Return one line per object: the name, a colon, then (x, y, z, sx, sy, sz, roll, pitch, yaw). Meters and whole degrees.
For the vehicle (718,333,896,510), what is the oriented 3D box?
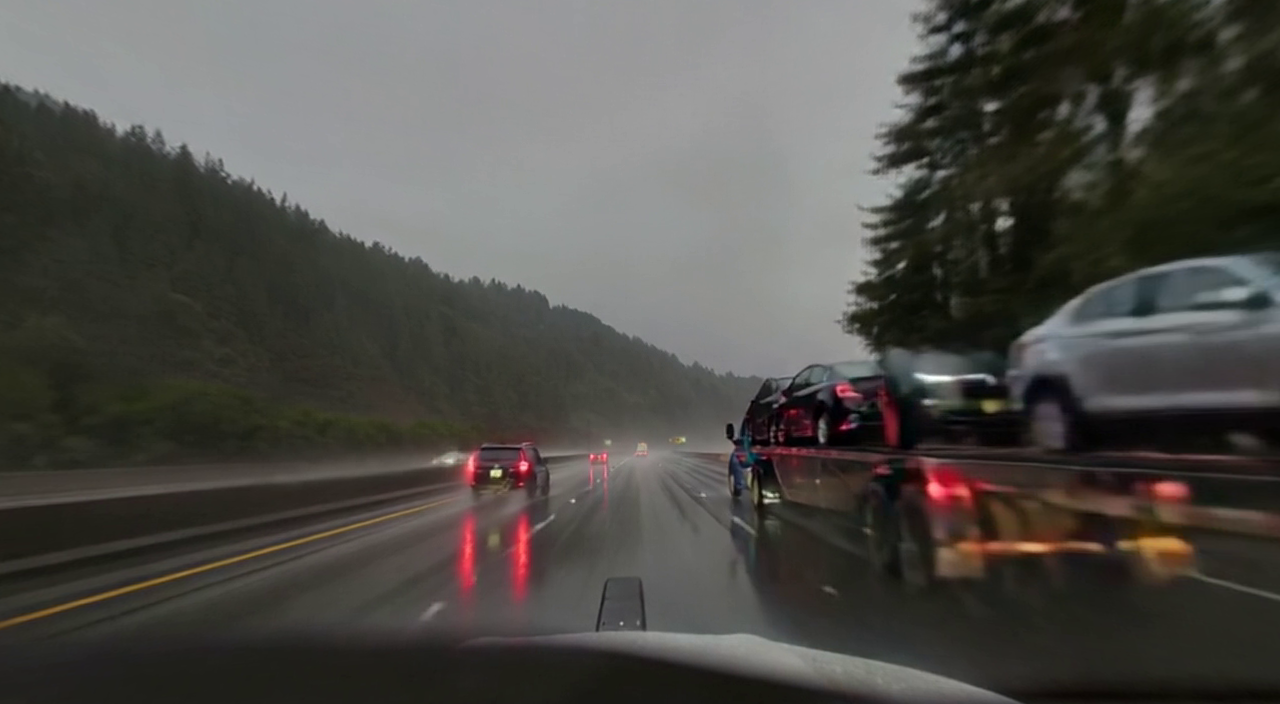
vehicle: (3.989, 1.931, 16.774, 3.016, 3.891, 5.767, 0, -9, -1)

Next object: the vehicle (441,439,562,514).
vehicle: (-3.117, 2.899, 15.146, 1.944, 1.548, 4.051, 0, -9, 1)
